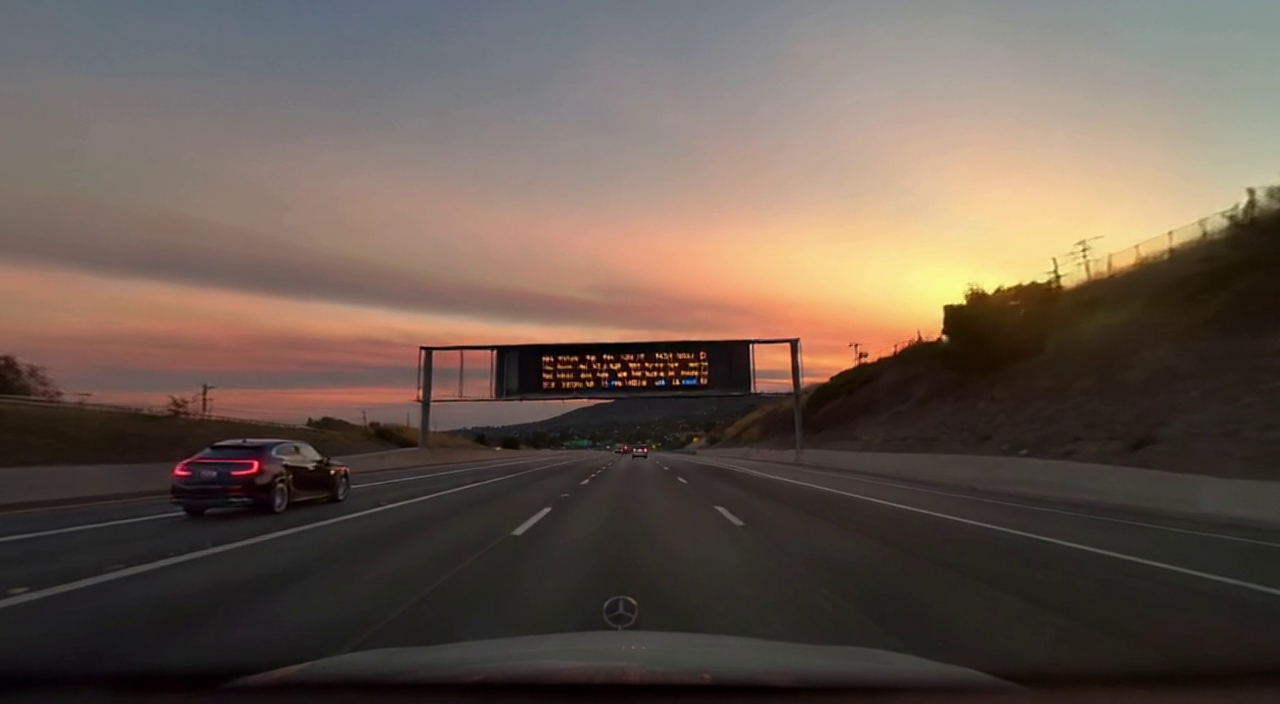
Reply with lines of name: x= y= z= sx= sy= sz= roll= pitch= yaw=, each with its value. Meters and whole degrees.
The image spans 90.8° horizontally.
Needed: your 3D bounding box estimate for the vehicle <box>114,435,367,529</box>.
vehicle: x=-7.721 y=2.528 z=12.990 sx=2.005 sy=1.545 sz=4.874 roll=0 pitch=-9 yaw=0
